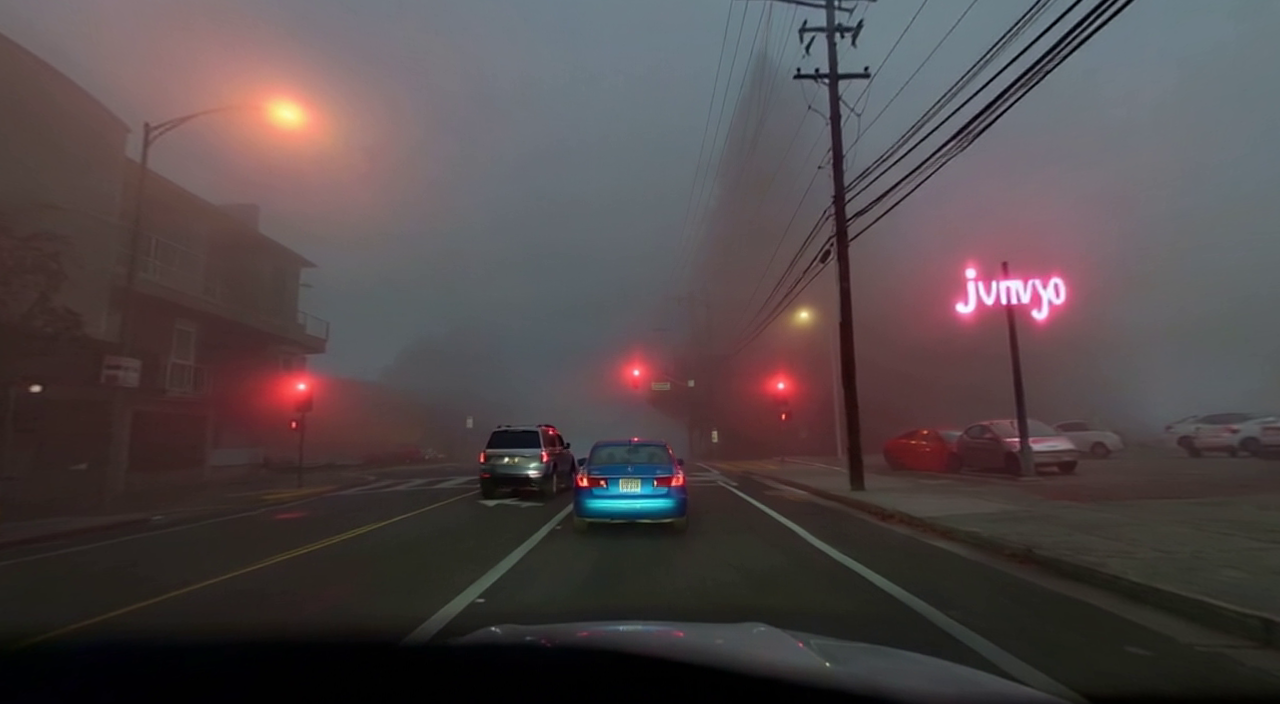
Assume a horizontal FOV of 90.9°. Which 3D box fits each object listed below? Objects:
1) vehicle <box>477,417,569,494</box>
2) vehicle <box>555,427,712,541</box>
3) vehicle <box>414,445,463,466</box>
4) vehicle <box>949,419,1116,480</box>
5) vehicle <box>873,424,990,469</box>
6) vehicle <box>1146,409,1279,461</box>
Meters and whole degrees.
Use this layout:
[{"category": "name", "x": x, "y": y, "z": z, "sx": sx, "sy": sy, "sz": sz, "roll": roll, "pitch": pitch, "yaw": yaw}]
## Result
[{"category": "vehicle", "x": -3.104, "y": 2.864, "z": 17.685, "sx": 2.106, "sy": 1.852, "sz": 4.512, "roll": 1, "pitch": -8, "yaw": -5}, {"category": "vehicle", "x": -0.146, "y": 2.060, "z": 10.517, "sx": 2.070, "sy": 1.481, "sz": 4.216, "roll": 0, "pitch": -8, "yaw": -2}, {"category": "vehicle", "x": -15.584, "y": 7.941, "z": 48.584, "sx": 2.111, "sy": 1.511, "sz": 4.641, "roll": 6, "pitch": -10, "yaw": -37}, {"category": "vehicle", "x": 10.537, "y": 2.668, "z": 17.385, "sx": 1.888, "sy": 1.455, "sz": 4.268, "roll": 0, "pitch": -8, "yaw": 1}, {"category": "vehicle", "x": 10.631, "y": 3.494, "z": 23.433, "sx": 1.842, "sy": 1.471, "sz": 4.481, "roll": 1, "pitch": -8, "yaw": -6}, {"category": "vehicle", "x": 18.704, "y": 2.711, "z": 20.385, "sx": 4.446, "sy": 1.511, "sz": 1.977, "roll": 4, "pitch": -10, "yaw": -29}]
